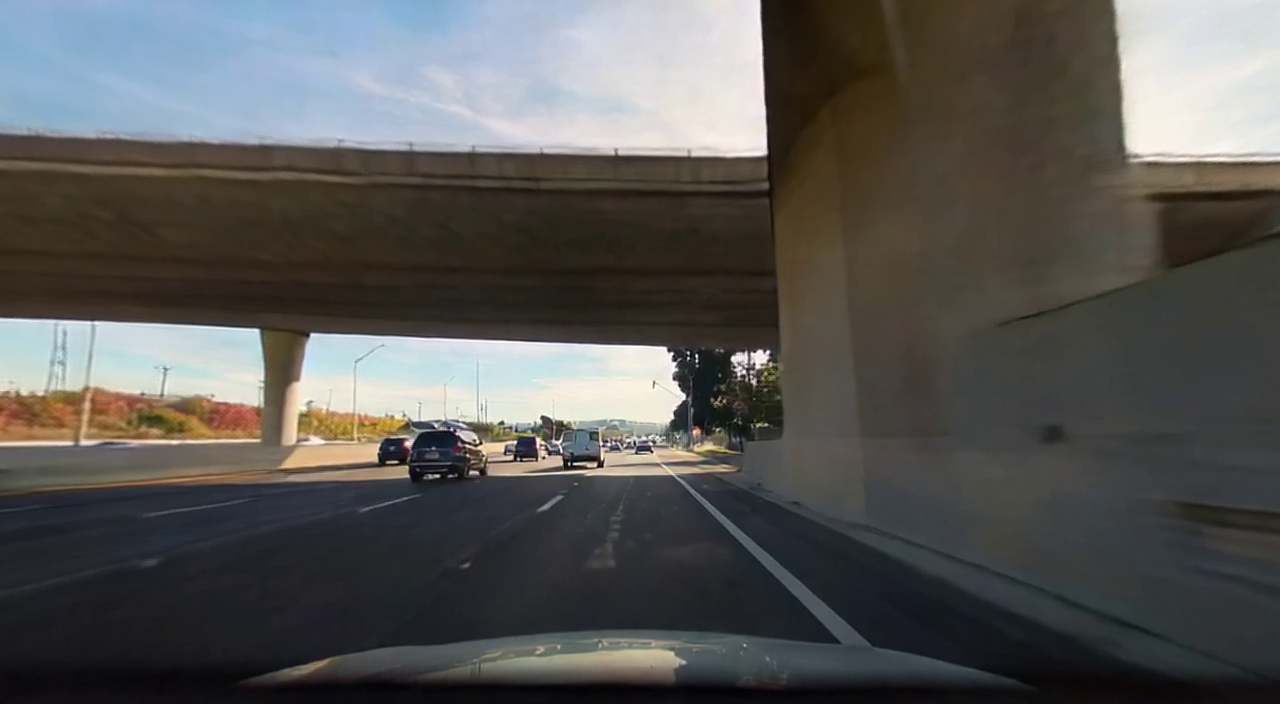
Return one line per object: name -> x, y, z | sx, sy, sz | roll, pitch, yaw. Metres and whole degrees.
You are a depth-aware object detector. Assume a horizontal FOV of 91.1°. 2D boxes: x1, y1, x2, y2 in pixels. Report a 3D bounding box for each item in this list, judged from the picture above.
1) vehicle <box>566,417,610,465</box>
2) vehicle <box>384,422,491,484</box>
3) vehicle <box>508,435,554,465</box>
vehicle -> -3.254, 5.778, 40.710 | 2.301, 2.843, 6.458 | 0, -8, 0
vehicle -> -7.040, 3.575, 22.470 | 2.179, 1.948, 4.618 | 0, -8, 1
vehicle -> -6.925, 6.266, 40.403 | 2.109, 1.784, 4.709 | 0, -8, 1
